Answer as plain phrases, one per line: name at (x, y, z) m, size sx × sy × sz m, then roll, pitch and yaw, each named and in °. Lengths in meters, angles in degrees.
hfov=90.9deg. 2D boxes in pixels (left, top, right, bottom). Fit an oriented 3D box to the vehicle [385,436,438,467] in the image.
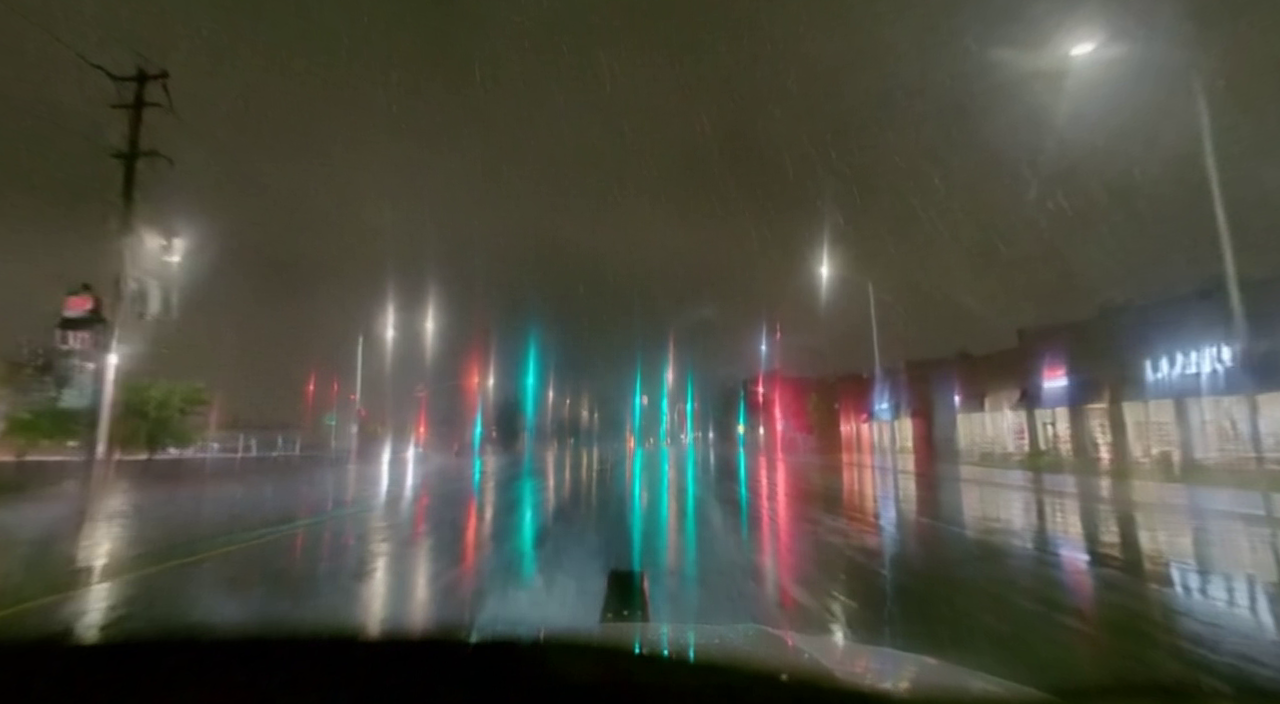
vehicle at (-15.012, 6.538, 41.649) m, size 2.208 × 1.924 × 5.018 m, roll 2°, pitch -8°, yaw -8°
